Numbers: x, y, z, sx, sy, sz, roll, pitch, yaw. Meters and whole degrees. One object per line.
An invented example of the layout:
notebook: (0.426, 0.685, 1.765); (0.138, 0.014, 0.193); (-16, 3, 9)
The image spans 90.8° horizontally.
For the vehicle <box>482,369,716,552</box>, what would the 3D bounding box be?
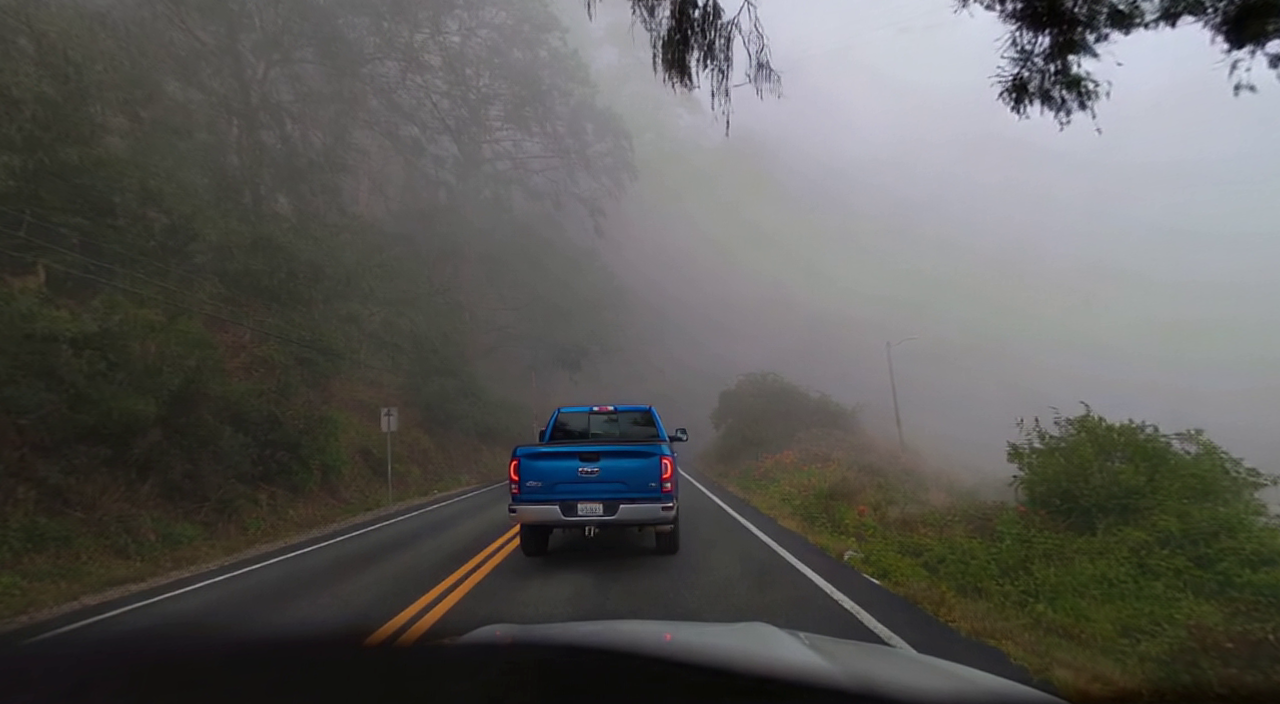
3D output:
vehicle: (-0.531, 1.746, 10.709); (2.837, 2.223, 5.885); (0, -8, -1)
